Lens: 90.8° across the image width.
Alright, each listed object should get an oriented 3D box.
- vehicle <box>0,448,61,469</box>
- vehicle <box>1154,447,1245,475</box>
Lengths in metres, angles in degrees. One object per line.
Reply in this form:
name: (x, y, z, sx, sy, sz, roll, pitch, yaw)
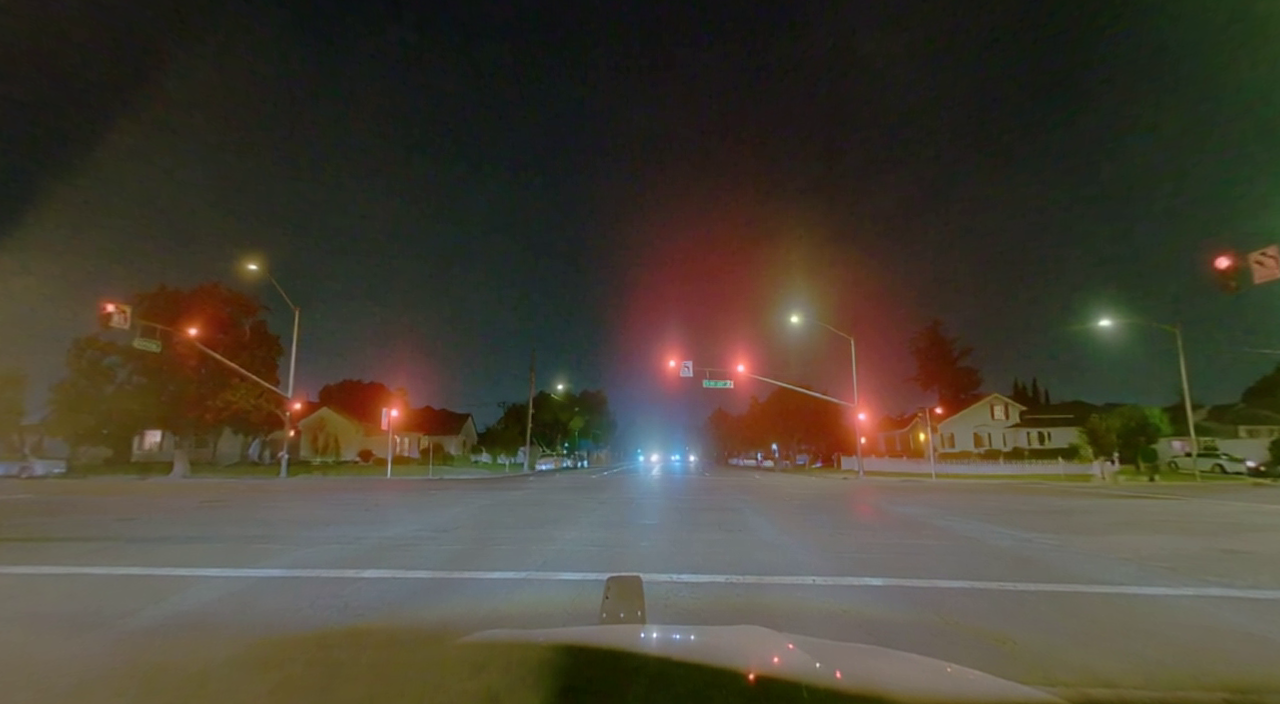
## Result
vehicle: (-44.294, 7.615, 45.193, 3.949, 1.422, 1.744, 0, -9, 1)
vehicle: (36.775, 7.157, 41.707, 1.853, 1.723, 4.460, 0, -9, 0)
